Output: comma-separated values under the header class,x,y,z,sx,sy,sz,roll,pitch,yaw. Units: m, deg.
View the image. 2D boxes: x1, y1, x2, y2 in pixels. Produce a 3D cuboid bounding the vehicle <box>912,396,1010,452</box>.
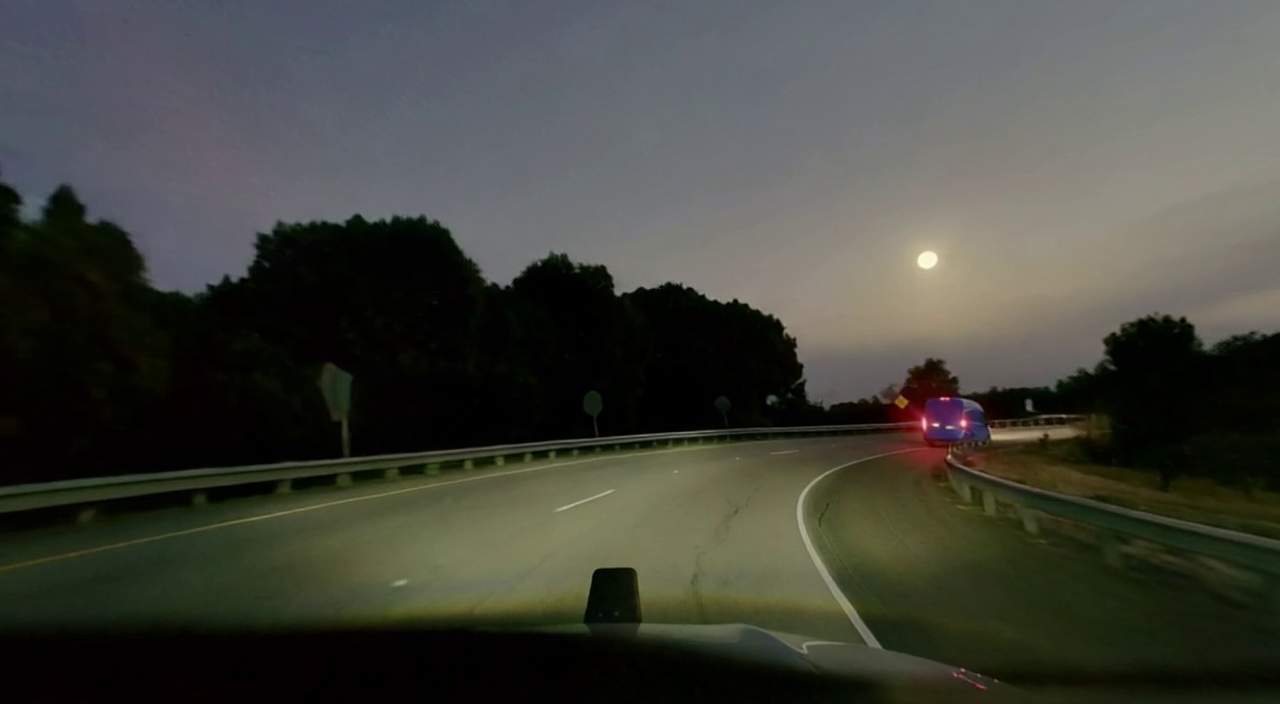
class,x,y,z,sx,sy,sz,roll,pitch,yaw
vehicle,16.166,3.654,31.618,5.330,2.577,2.352,6,-10,-39
